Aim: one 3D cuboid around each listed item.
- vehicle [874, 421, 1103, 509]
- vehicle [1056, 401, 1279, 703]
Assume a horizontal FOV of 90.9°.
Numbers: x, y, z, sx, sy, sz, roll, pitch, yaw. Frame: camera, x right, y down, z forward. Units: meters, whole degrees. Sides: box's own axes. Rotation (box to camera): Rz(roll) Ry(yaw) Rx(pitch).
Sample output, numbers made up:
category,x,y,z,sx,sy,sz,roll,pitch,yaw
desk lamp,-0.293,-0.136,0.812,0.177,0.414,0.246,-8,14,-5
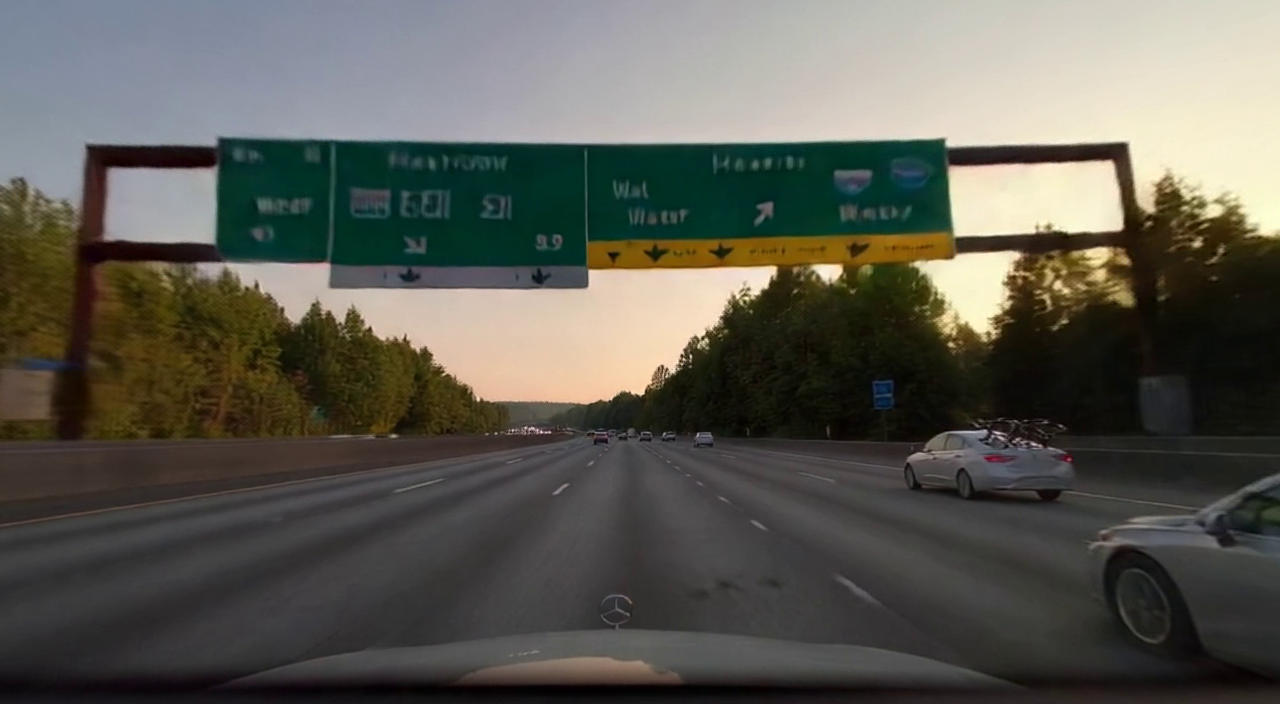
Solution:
category,x,y,z,sx,sy,sz,roll,pitch,yaw
vehicle,6.942,2.272,13.350,2.034,1.511,4.785,0,-8,-2
vehicle,3.902,0.829,1.909,2.094,1.441,4.568,0,-8,-1
